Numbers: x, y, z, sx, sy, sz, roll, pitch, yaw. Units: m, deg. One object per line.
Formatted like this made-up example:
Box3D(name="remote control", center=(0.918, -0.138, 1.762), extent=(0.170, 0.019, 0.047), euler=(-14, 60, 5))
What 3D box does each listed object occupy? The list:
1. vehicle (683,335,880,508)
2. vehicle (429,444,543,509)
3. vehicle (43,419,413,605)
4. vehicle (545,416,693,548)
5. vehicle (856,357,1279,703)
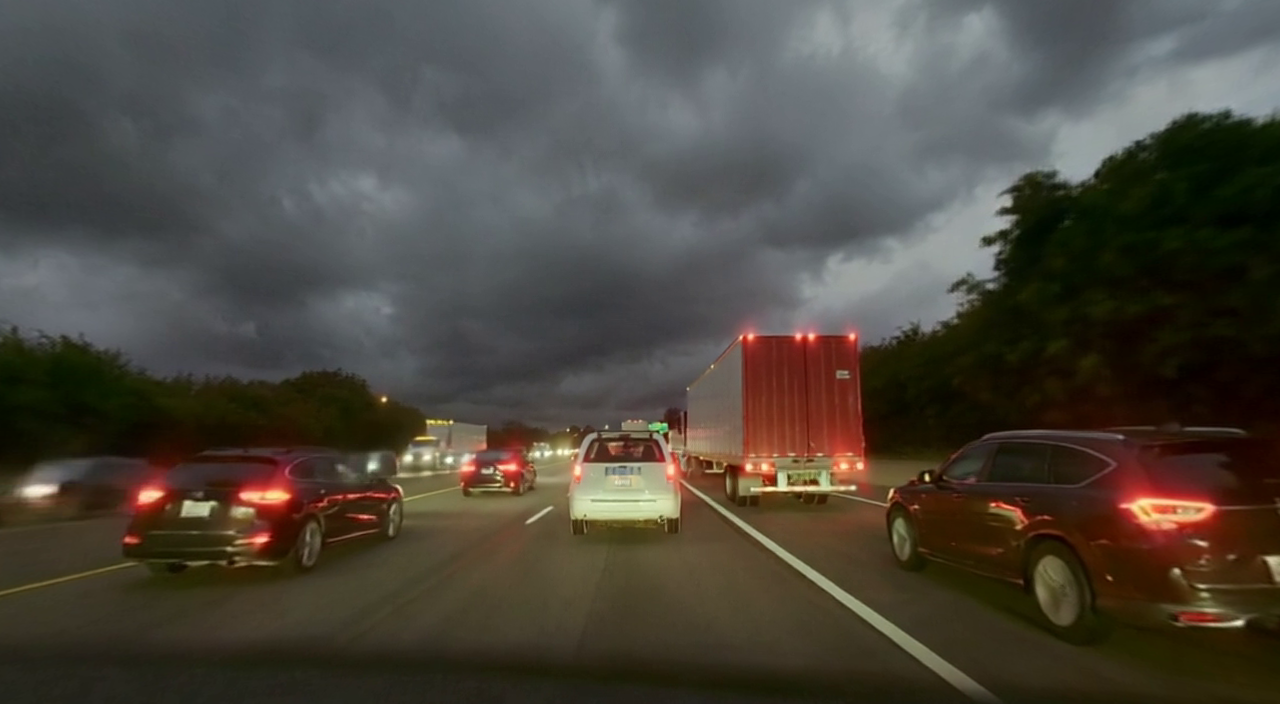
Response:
Box3D(name="vehicle", center=(3.877, 2.833, 22.783), extent=(3.186, 4.111, 15.553), euler=(0, -9, -1))
Box3D(name="vehicle", center=(-3.958, 3.271, 16.989), extent=(1.923, 1.503, 4.293), euler=(0, -9, 1))
Box3D(name="vehicle", center=(-4.332, 1.710, 7.532), extent=(1.789, 1.620, 3.841), euler=(0, -9, 0))
Box3D(name="vehicle", center=(-0.306, 2.126, 10.863), extent=(2.037, 1.792, 4.194), euler=(0, -9, 0))
Box3D(name="vehicle", center=(3.667, 1.250, 5.212), extent=(2.076, 1.751, 4.666), euler=(0, -9, 0))
